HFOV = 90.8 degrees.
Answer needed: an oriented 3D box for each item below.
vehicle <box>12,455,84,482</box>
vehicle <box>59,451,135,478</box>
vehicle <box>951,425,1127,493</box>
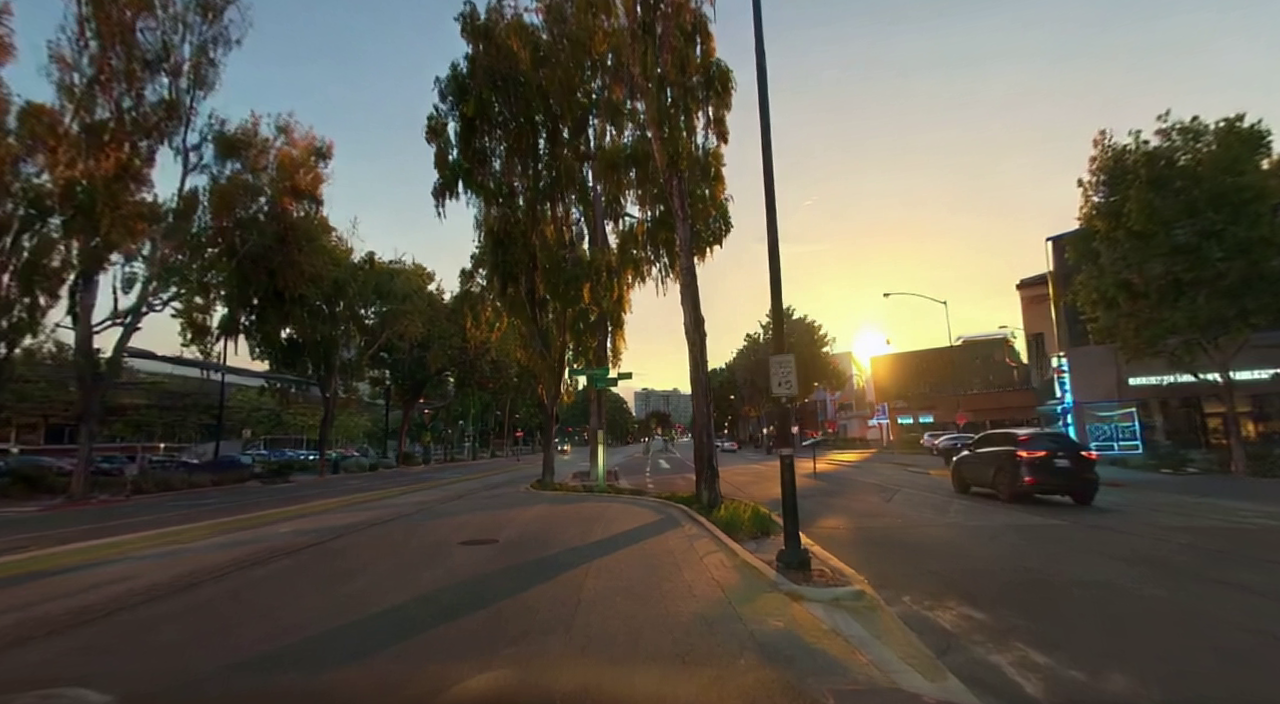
[{"bbox_3d":[-35.949,7.014,38.334,4.157,1.458,2.130,-6,-10,33],"label":"vehicle"},{"bbox_3d":[-34.853,7.171,40.513,5.124,1.541,2.121,-5,-10,32],"label":"vehicle"},{"bbox_3d":[10.960,2.985,17.894,2.100,1.638,4.545,0,-9,2],"label":"vehicle"}]
